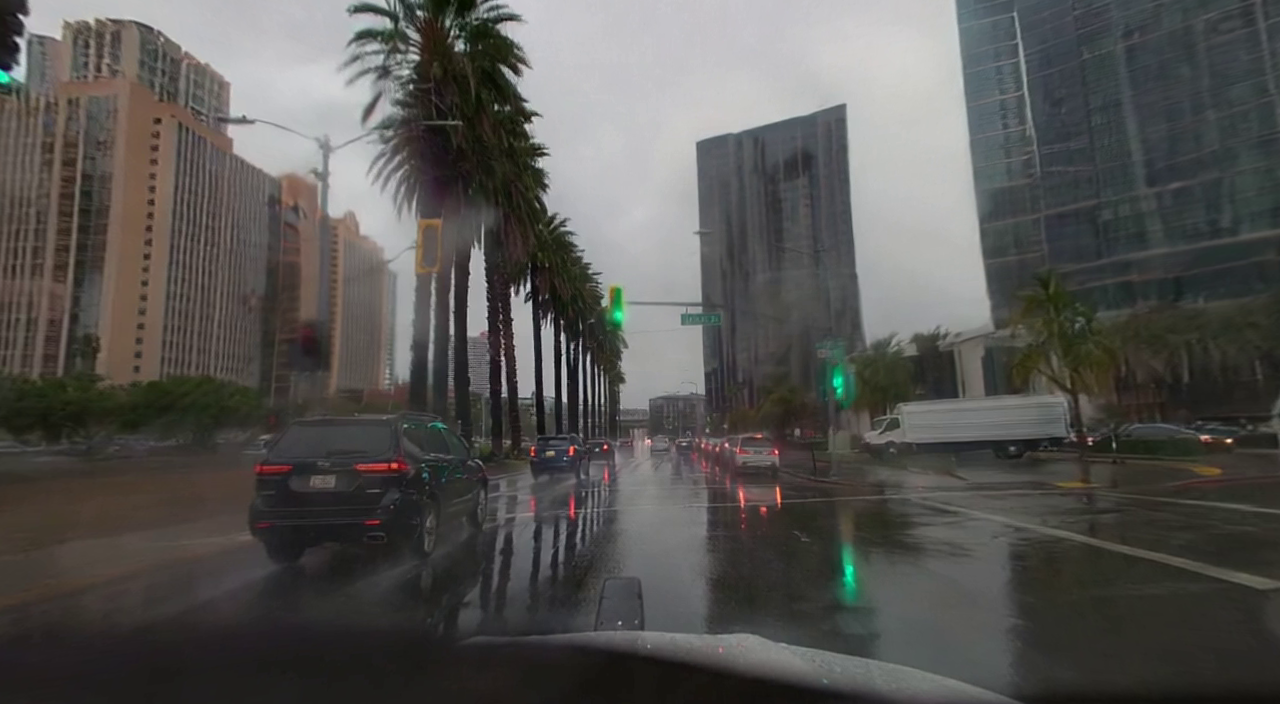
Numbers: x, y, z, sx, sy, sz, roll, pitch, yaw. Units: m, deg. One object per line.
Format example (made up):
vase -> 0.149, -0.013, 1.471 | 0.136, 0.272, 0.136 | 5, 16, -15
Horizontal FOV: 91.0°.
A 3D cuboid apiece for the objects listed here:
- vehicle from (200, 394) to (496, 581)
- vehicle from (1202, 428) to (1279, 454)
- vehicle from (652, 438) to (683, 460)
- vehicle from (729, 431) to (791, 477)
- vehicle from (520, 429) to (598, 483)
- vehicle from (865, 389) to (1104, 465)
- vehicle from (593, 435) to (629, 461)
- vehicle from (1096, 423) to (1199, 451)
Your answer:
vehicle -> -3.332, 1.620, 8.300 | 1.800, 1.797, 4.224 | 0, -8, 1
vehicle -> 35.289, 5.045, 35.630 | 1.754, 1.398, 4.750 | 4, -9, -25
vehicle -> 1.906, 6.731, 43.672 | 2.036, 1.461, 3.890 | 0, -8, 3
vehicle -> 4.966, 4.281, 26.719 | 1.965, 1.735, 4.835 | 0, -8, 3
vehicle -> -2.783, 3.715, 22.738 | 2.014, 1.740, 4.392 | 0, -8, 3
vehicle -> 17.674, 4.135, 33.149 | 10.428, 3.452, 2.869 | -8, -11, 39
vehicle -> -1.895, 6.485, 42.488 | 1.955, 1.637, 4.243 | 0, -8, 3
vehicle -> 32.745, 5.564, 40.782 | 1.994, 1.685, 4.655 | 2, -9, -20
